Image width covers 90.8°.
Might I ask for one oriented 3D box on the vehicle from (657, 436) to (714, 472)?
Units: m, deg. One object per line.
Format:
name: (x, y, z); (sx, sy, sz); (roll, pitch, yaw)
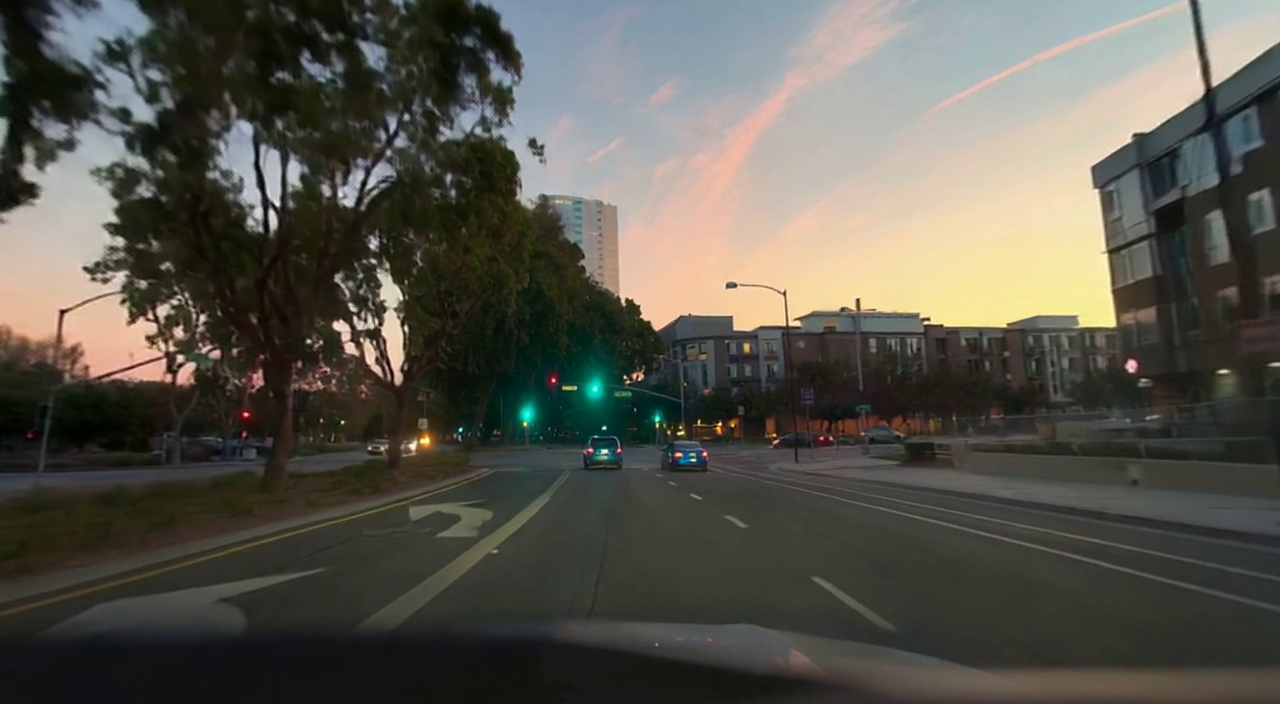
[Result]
vehicle: (1.957, 4.609, 28.698); (1.918, 1.479, 4.468); (0, -9, -4)

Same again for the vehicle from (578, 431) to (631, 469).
vehicle: (-1.790, 4.735, 30.583); (2.317, 1.713, 4.231); (1, -9, -6)
